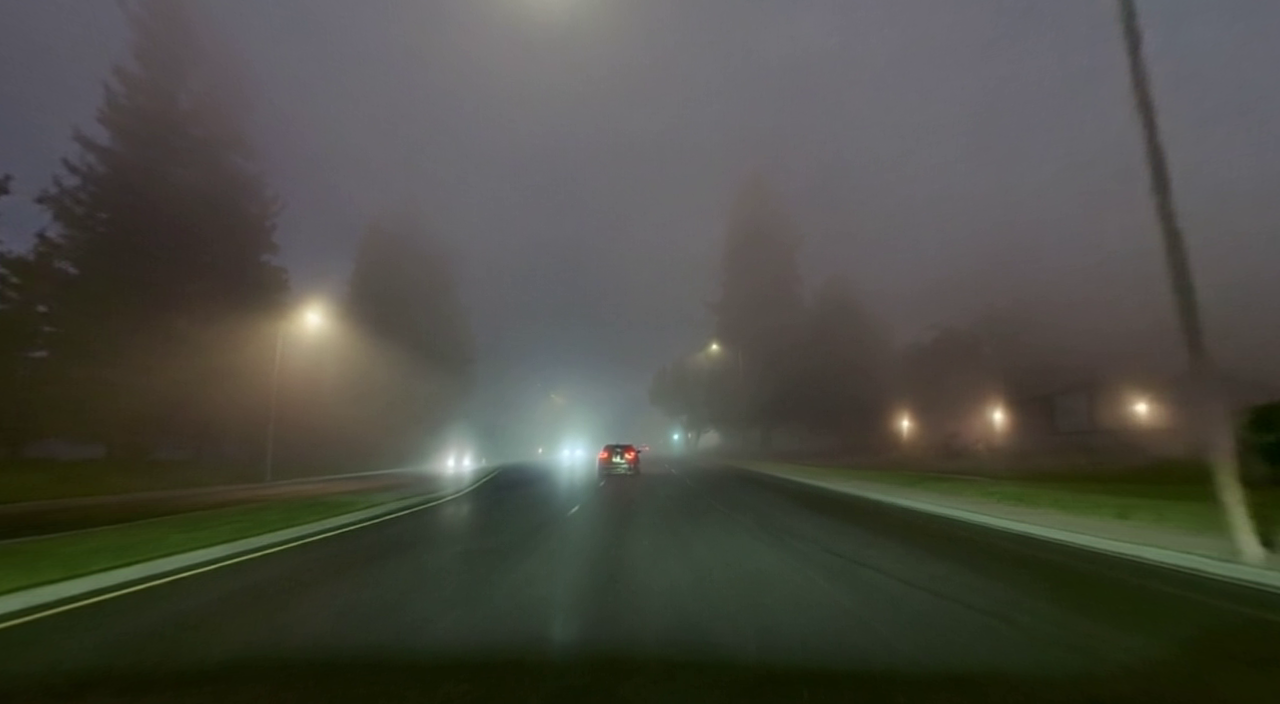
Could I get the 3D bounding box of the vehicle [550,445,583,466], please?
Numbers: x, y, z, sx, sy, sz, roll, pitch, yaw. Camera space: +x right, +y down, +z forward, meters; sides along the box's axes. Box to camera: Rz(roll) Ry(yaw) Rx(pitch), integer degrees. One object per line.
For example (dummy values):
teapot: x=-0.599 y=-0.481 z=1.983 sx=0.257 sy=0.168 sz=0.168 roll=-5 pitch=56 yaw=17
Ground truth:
vehicle: x=-5.426 y=7.708 z=47.096 sx=2.014 sy=1.472 sz=4.357 roll=0 pitch=-9 yaw=-1

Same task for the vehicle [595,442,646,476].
vehicle: x=-0.866 y=5.113 z=30.319 sx=2.106 sy=1.517 sz=4.375 roll=-1 pitch=-9 yaw=2

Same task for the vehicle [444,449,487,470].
vehicle: x=-13.596 y=8.368 z=49.359 sx=1.949 sy=1.517 sz=4.459 roll=-1 pitch=-9 yaw=1
